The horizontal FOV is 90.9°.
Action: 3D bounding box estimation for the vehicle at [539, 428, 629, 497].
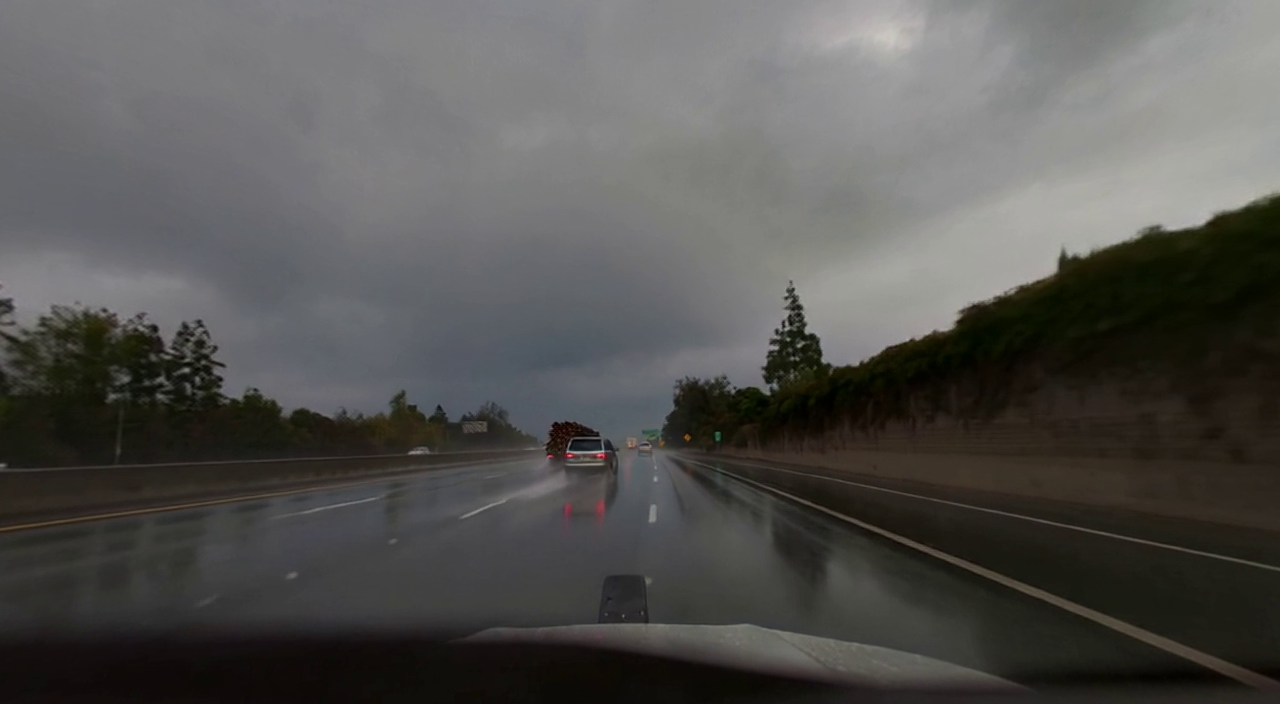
[{"bbox_3d":[-1.516,3.233,18.835,2.114,1.787,4.365,-1,-8,2],"label":"vehicle"}]
